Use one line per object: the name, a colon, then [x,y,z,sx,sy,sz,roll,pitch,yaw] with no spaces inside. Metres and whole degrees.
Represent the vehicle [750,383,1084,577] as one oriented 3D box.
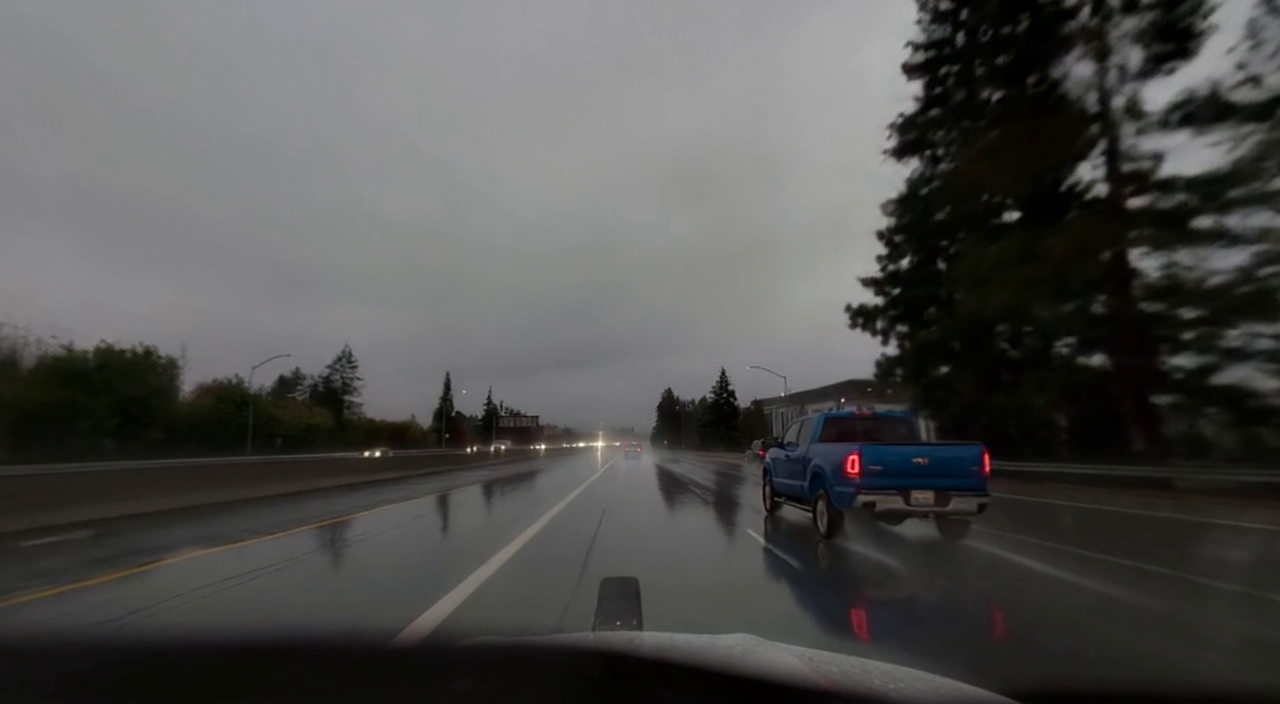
vehicle: [3.288,1.669,8.962,2.462,1.984,4.718,0,-9,-2]
